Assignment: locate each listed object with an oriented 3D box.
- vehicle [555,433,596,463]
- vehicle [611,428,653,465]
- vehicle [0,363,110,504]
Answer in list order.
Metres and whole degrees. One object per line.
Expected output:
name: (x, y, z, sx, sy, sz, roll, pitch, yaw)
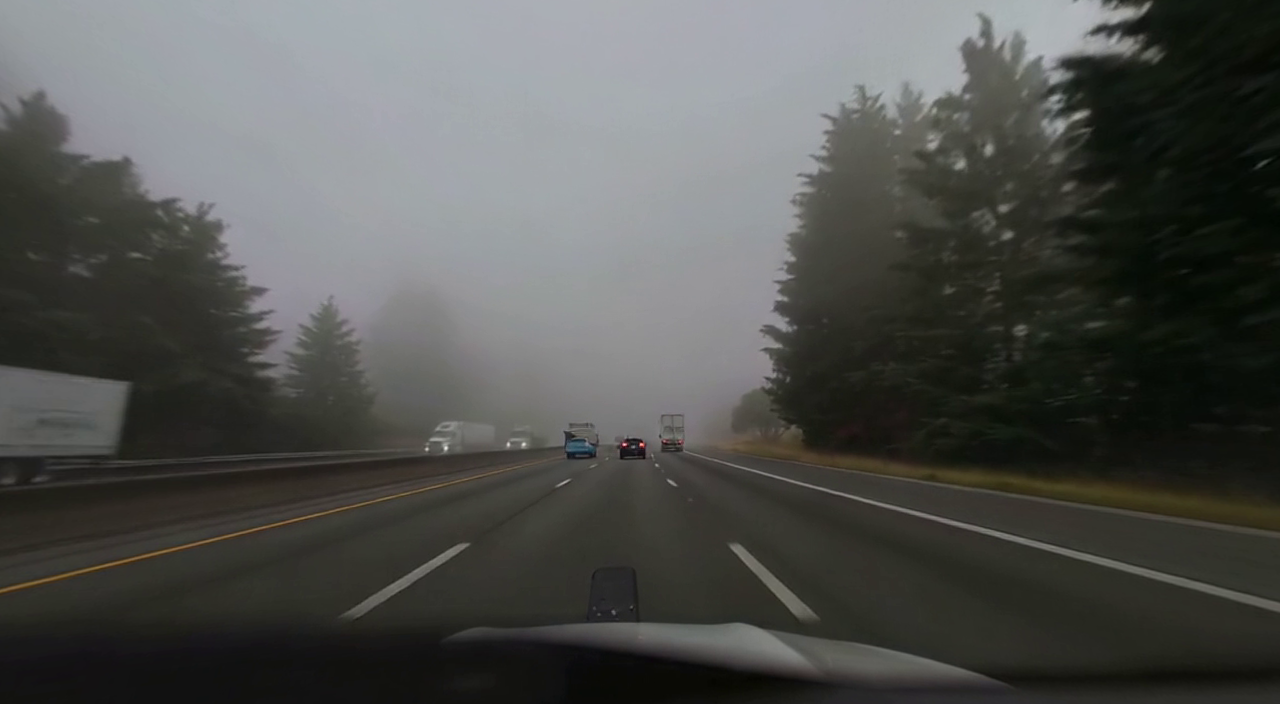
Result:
vehicle: (-3.990, 6.081, 39.802, 2.047, 1.757, 4.183, -1, -8, 1)
vehicle: (-0.467, 5.398, 35.952, 2.211, 1.933, 4.315, 0, -8, -1)
vehicle: (-20.238, 1.896, 14.980, 2.960, 4.073, 14.112, 0, -8, 0)
